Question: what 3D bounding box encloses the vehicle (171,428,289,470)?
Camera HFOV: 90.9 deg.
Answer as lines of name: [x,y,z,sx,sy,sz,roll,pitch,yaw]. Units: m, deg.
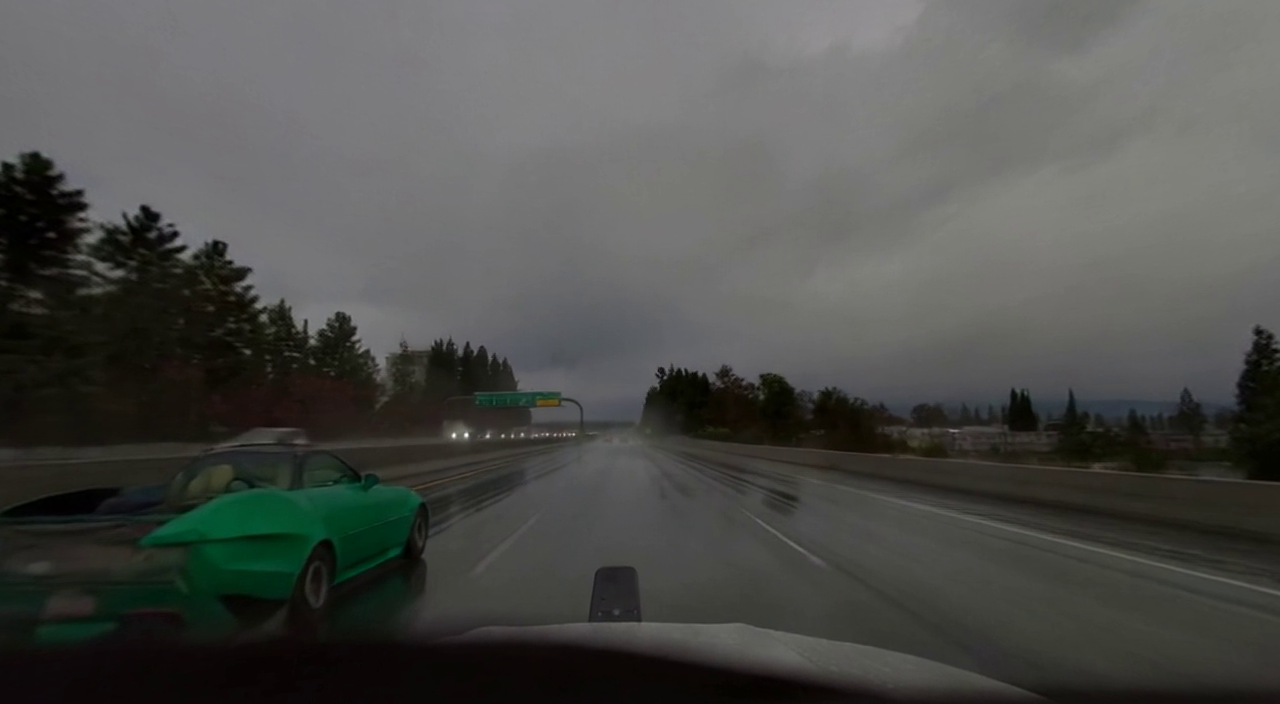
vehicle: [-15.720,3.742,24.452,1.839,1.480,4.165,0,-8,-1]
